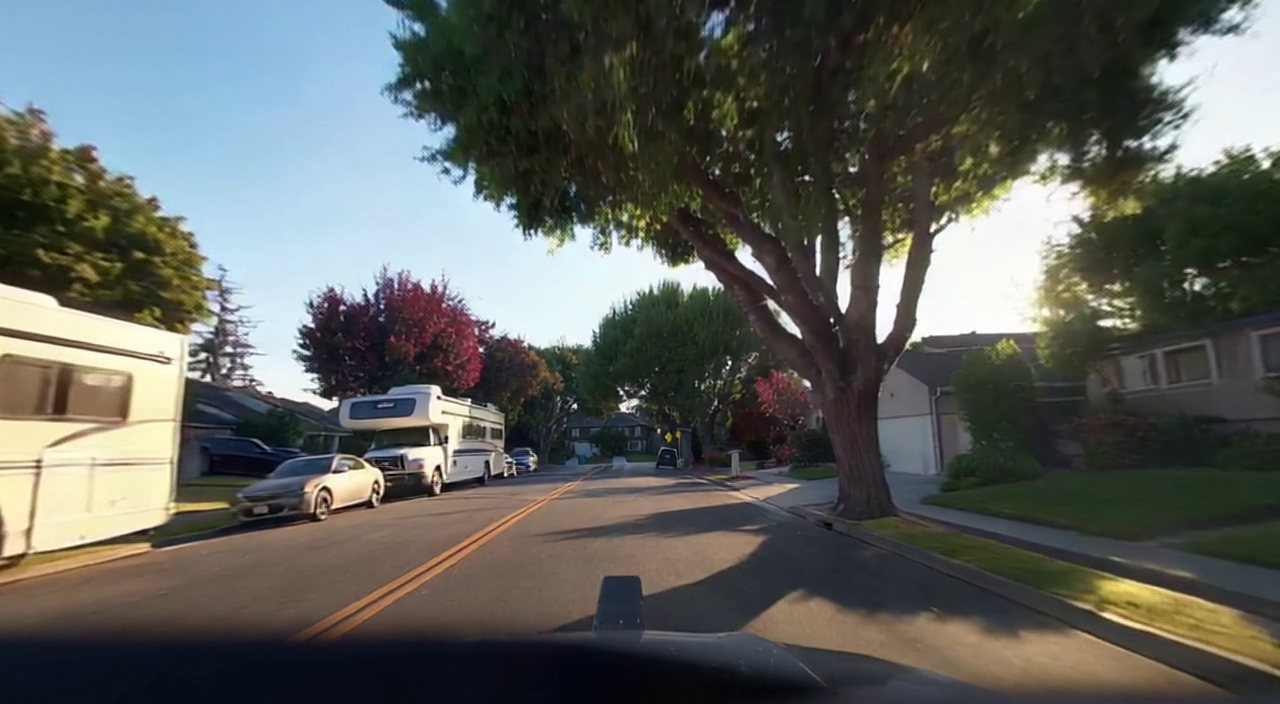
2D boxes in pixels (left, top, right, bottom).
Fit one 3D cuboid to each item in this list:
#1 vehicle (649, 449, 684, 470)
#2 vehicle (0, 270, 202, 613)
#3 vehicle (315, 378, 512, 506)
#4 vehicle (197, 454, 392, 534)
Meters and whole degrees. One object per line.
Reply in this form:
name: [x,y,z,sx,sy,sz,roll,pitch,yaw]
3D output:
vehicle: [1.932,7.978,47.076,2.167,1.479,4.597,1,-8,-3]
vehicle: [-7.334,0.533,3.861,2.889,3.119,8.837,0,-8,0]
vehicle: [-7.432,3.477,23.394,3.103,3.479,11.801,-1,-10,-1]
vehicle: [-7.462,3.068,14.319,1.932,1.438,4.552,0,-8,-1]
